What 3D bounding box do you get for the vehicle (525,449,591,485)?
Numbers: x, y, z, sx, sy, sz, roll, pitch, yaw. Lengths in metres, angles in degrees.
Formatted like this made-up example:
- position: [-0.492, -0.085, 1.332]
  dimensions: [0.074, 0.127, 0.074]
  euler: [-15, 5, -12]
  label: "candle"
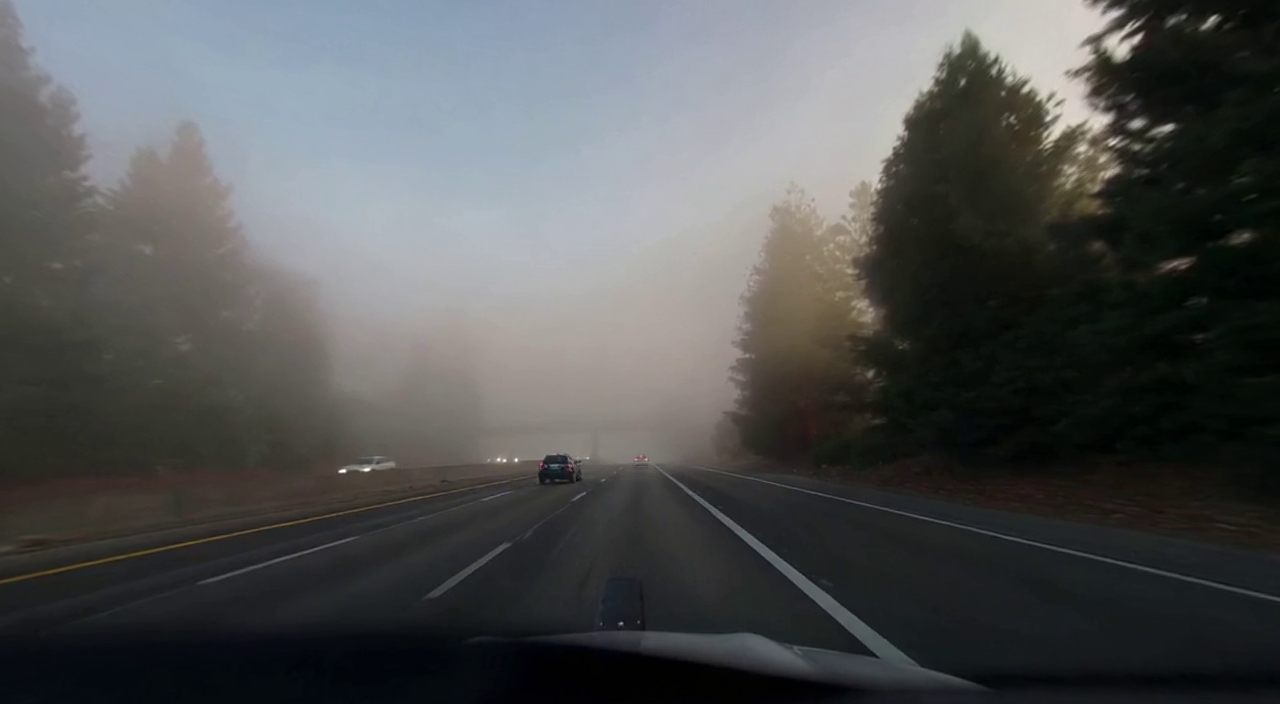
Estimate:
- position: [-3.488, 5.017, 27.799]
  dimensions: [2.293, 1.462, 4.452]
  euler: [0, -9, 0]
  label: "vehicle"
